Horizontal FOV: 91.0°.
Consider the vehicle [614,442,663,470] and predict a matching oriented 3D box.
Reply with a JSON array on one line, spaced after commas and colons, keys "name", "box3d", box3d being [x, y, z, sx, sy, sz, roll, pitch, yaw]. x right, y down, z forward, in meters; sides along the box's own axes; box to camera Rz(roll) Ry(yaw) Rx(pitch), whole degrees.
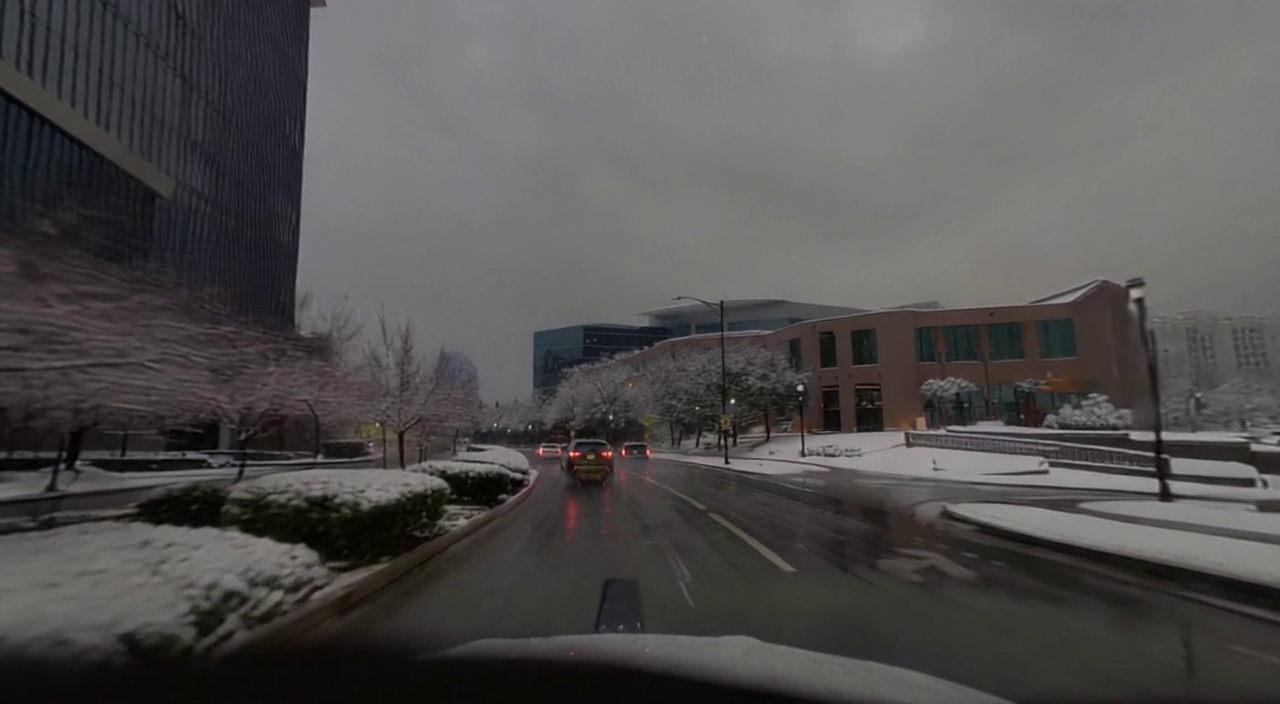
[{"name": "vehicle", "box3d": [-0.168, 6.003, 36.598, 2.116, 1.506, 4.355, 2, -9, -10]}]

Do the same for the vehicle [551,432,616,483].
[{"name": "vehicle", "box3d": [-2.284, 4.045, 24.399, 2.173, 1.761, 4.374, 1, -9, -9]}]
